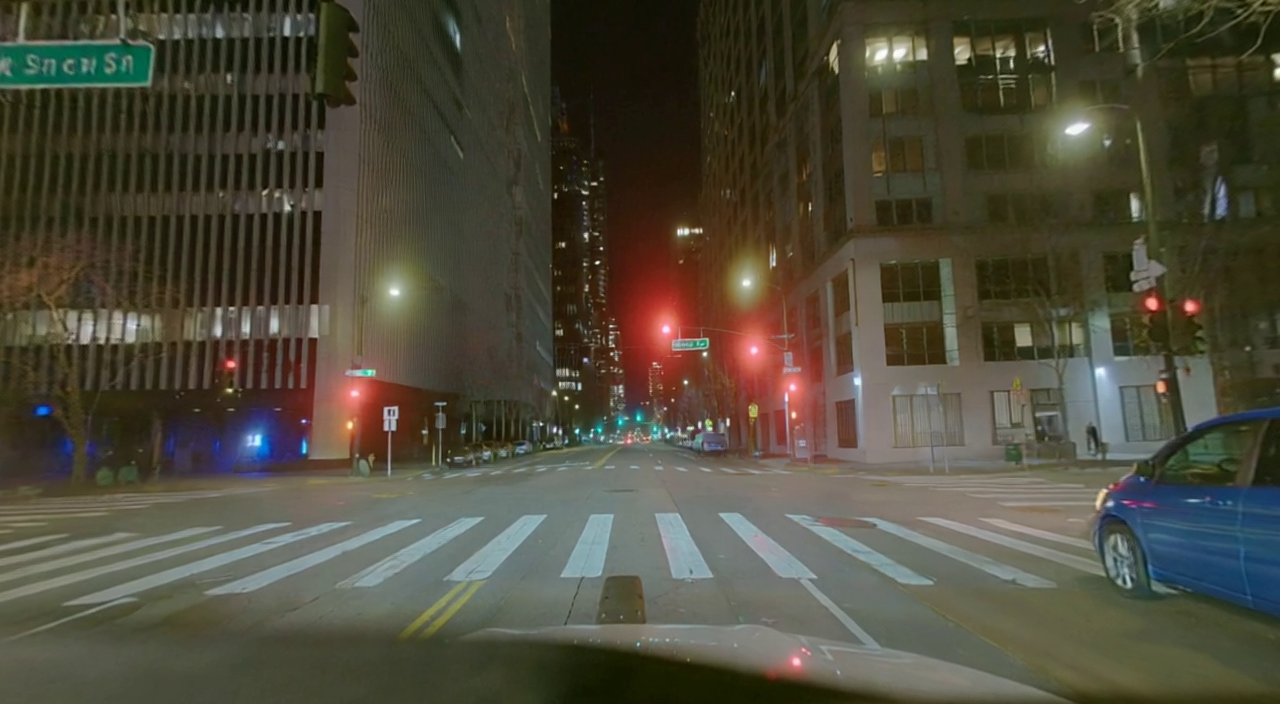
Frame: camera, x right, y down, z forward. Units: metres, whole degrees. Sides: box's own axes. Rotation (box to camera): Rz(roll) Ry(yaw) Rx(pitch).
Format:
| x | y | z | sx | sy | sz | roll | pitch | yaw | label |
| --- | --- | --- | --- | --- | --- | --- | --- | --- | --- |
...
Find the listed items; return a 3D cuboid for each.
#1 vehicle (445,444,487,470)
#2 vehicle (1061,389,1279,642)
| x | y | z | sx | sy | sz | roll | pitch | yaw | label |
| --- | --- | --- | --- | --- | --- | --- | --- | --- | --- |
| -12.449 | 7.512 | 45.385 | 1.935 | 1.639 | 4.244 | -3 | -8 | -2 | vehicle |
| 5.651 | 1.135 | 4.298 | 2.070 | 1.804 | 4.881 | 0 | -8 | -2 | vehicle |
